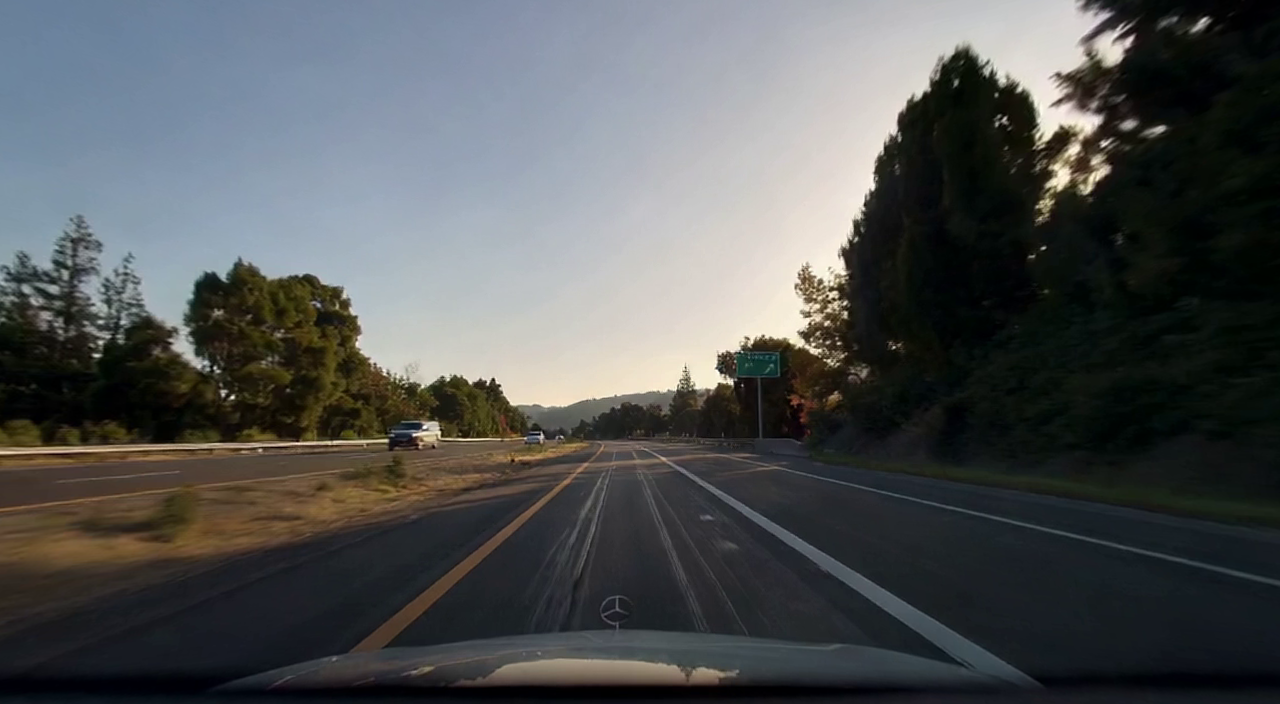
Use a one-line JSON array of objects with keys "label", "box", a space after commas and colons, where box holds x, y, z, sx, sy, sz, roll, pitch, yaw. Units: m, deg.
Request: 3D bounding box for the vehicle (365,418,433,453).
[{"label": "vehicle", "box": [-14.400, 5.045, 38.000, 2.151, 1.930, 5.017, 0, -8, -1]}]
